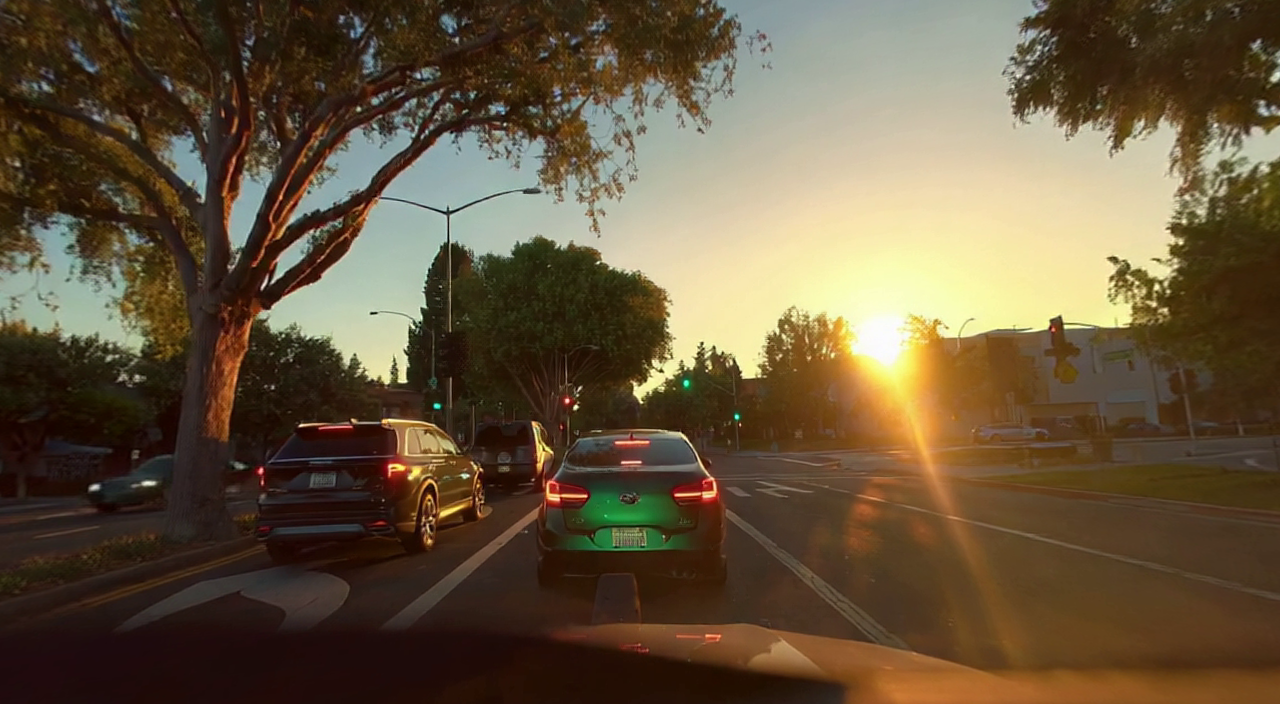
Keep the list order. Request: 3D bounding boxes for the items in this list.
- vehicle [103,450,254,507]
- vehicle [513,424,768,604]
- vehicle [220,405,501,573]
[{"bbox_3d":[-14.326,3.900,19.950,1.792,1.570,4.043,0,-8,-2],"label":"vehicle"},{"bbox_3d":[-0.052,1.644,7.314,2.126,1.475,3.967,0,-8,-2],"label":"vehicle"},{"bbox_3d":[-3.428,1.758,8.856,2.046,1.751,4.208,0,-8,-1],"label":"vehicle"}]
